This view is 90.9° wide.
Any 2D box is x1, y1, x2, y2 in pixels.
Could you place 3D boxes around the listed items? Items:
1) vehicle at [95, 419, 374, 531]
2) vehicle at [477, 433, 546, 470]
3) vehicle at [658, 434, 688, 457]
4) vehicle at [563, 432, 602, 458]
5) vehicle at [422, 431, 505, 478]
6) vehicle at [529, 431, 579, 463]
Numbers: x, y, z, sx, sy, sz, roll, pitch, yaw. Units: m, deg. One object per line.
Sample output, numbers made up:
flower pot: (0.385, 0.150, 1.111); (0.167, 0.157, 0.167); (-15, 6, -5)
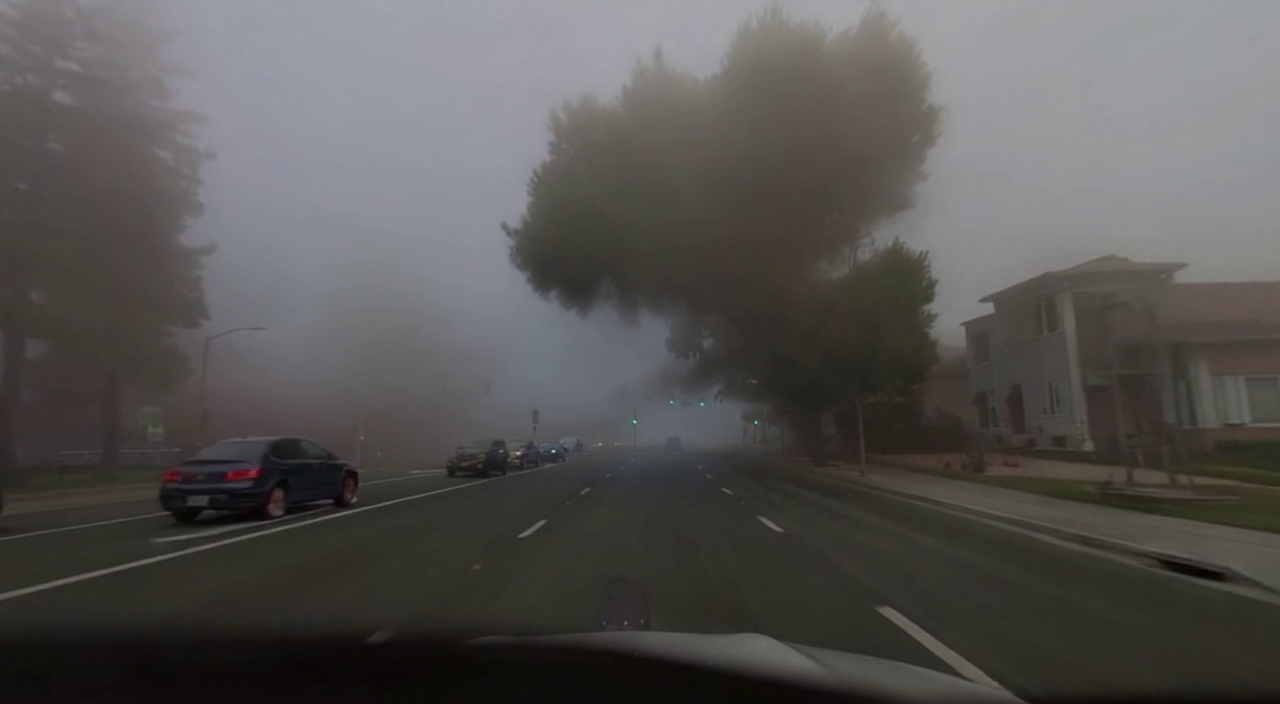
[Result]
vehicle: (-6.784, 2.096, 11.328); (1.988, 1.597, 4.404); (0, -8, 1)
vehicle: (-6.057, 4.765, 30.312); (2.121, 1.630, 4.642); (0, -8, 3)
vehicle: (2.584, 7.151, 48.440); (2.197, 1.682, 3.642); (-1, -8, 5)
vehicle: (-4.294, 7.061, 47.935); (2.111, 1.864, 4.932); (-1, -8, 5)
vehicle: (-6.622, 3.894, 24.108); (1.870, 1.616, 3.765); (0, -8, 3)
vehicle: (-5.206, 5.842, 38.826); (1.951, 1.809, 4.917); (-1, -8, 5)
